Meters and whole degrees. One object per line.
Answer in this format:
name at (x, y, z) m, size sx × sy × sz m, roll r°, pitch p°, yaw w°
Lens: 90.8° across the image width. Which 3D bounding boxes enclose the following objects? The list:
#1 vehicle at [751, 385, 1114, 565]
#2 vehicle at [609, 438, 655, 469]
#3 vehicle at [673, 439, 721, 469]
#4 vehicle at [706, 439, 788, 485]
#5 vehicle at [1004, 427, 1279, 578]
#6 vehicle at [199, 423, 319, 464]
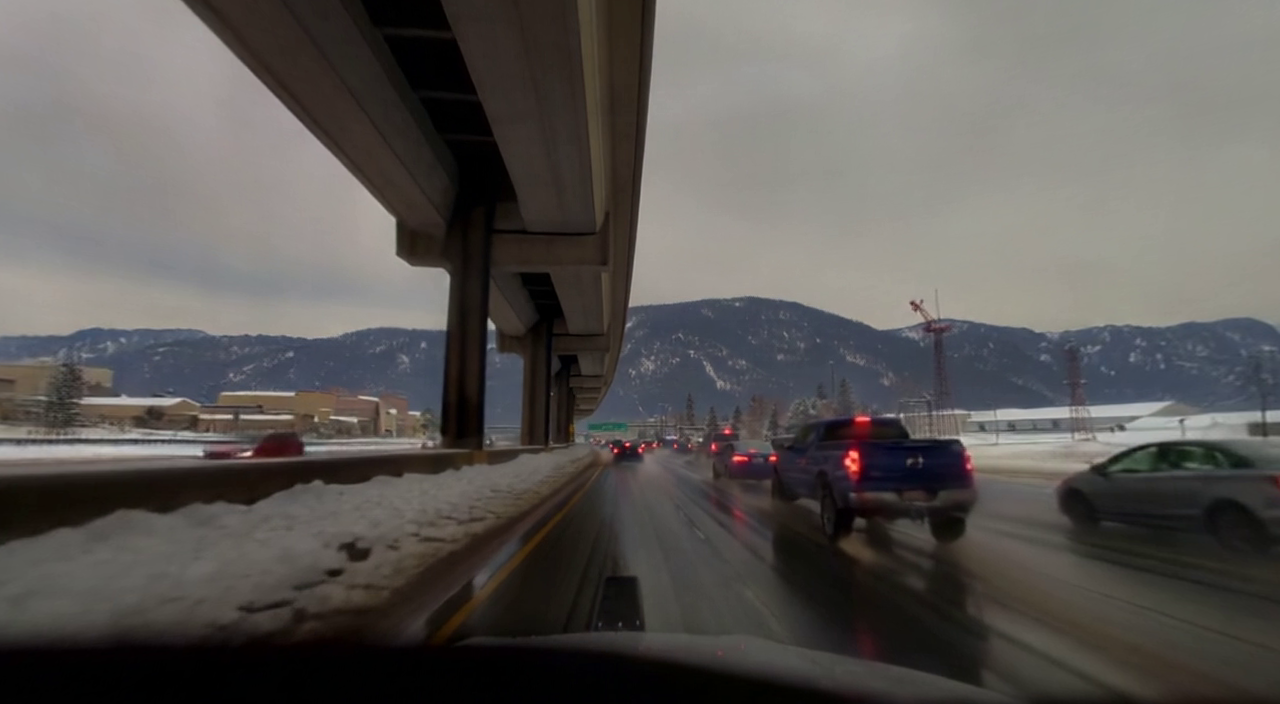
vehicle at (4.000, 1.927, 10.857) m, size 2.747 × 2.061 × 7.011 m, roll 0°, pitch -8°, yaw -1°
vehicle at (-0.456, 5.396, 33.680) m, size 2.266 × 1.549 × 3.978 m, roll 0°, pitch -8°, yaw -2°
vehicle at (3.132, 5.740, 35.750) m, size 2.057 × 1.517 × 4.538 m, roll 0°, pitch -8°, yaw -3°
vehicle at (3.652, 3.862, 22.564) m, size 1.923 × 1.462 × 4.895 m, roll 0°, pitch -8°, yaw -2°
vehicle at (7.360, 1.834, 8.593) m, size 1.960 × 1.496 × 4.705 m, roll 0°, pitch -8°, yaw -1°
vehicle at (-15.265, 3.724, 25.706) m, size 1.974 × 1.493 × 4.796 m, roll 0°, pitch -8°, yaw -1°
